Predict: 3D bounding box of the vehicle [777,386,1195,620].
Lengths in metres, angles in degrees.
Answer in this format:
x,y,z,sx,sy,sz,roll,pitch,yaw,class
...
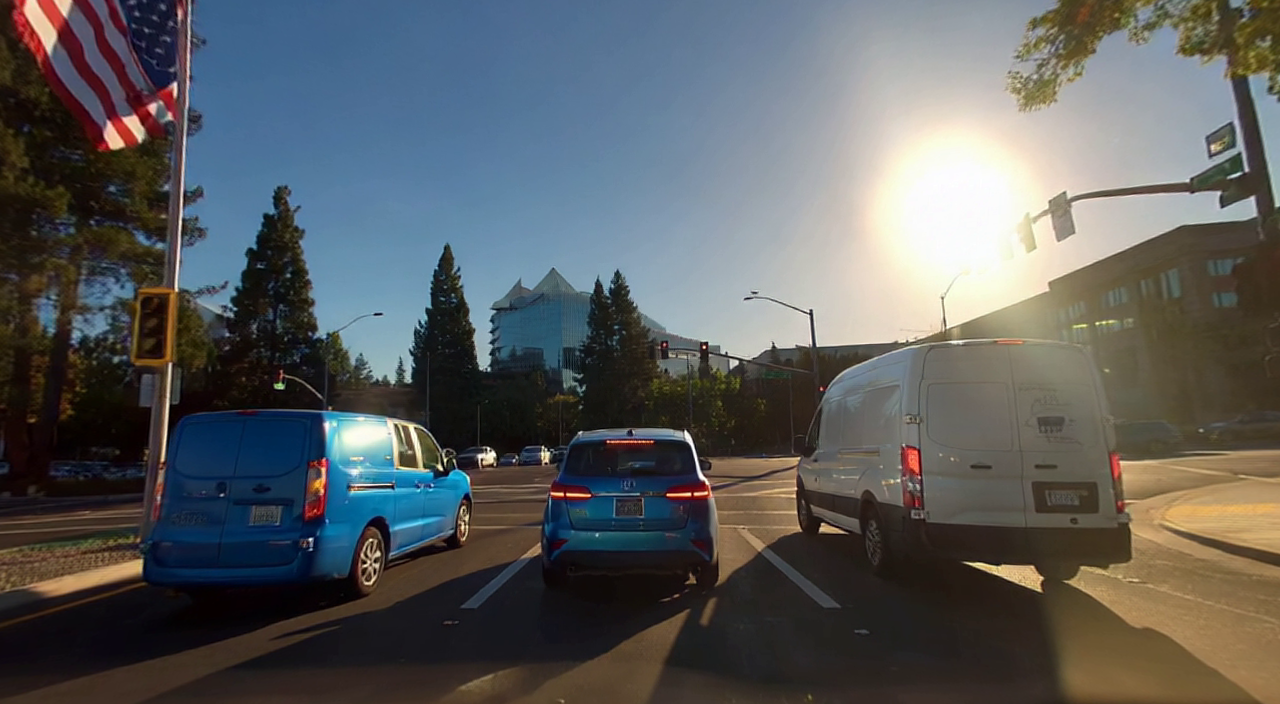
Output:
x,y,z,sx,sy,sz,roll,pitch,yaw,class
3.090,1.465,7.023,2.178,1.746,4.400,0,-9,1,vehicle

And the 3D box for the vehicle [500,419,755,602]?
x,y,z,sx,sy,sz,roll,pitch,yaw,class
-0.140,1.620,7.339,2.098,1.494,4.118,0,-9,-1,vehicle

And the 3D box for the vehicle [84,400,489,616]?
x,y,z,sx,sy,sz,roll,pitch,yaw,class
-3.302,1.529,7.053,2.024,1.677,3.998,-1,-9,3,vehicle
